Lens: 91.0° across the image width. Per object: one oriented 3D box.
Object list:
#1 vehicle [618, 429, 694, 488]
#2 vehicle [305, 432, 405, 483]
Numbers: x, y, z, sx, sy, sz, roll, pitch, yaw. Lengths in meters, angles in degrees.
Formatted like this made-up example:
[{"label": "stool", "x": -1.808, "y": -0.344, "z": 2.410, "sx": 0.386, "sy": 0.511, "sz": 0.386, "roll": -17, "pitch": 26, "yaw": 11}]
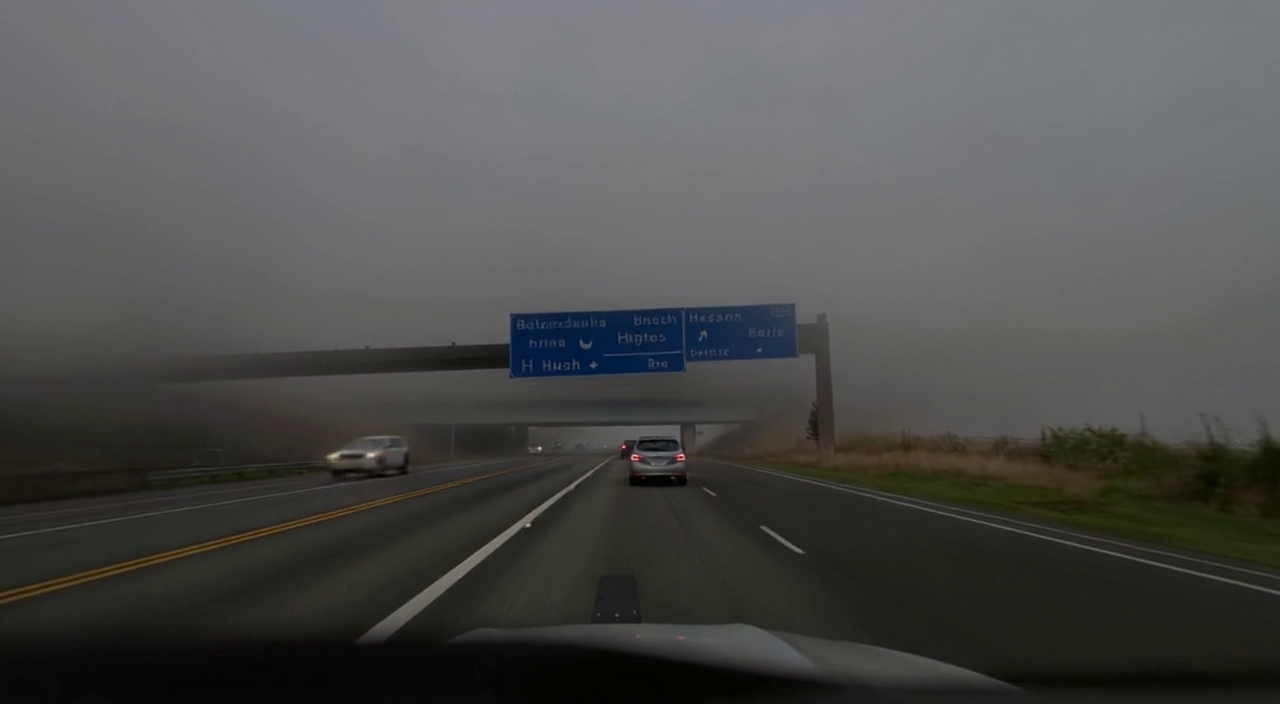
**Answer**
[{"label": "vehicle", "x": 0.378, "y": 3.306, "z": 19.874, "sx": 2.092, "sy": 1.636, "sz": 4.024, "roll": 0, "pitch": -8, "yaw": -3}, {"label": "vehicle", "x": -11.766, "y": 4.366, "z": 26.415, "sx": 2.082, "sy": 1.833, "sz": 4.755, "roll": -2, "pitch": -8, "yaw": -1}]
